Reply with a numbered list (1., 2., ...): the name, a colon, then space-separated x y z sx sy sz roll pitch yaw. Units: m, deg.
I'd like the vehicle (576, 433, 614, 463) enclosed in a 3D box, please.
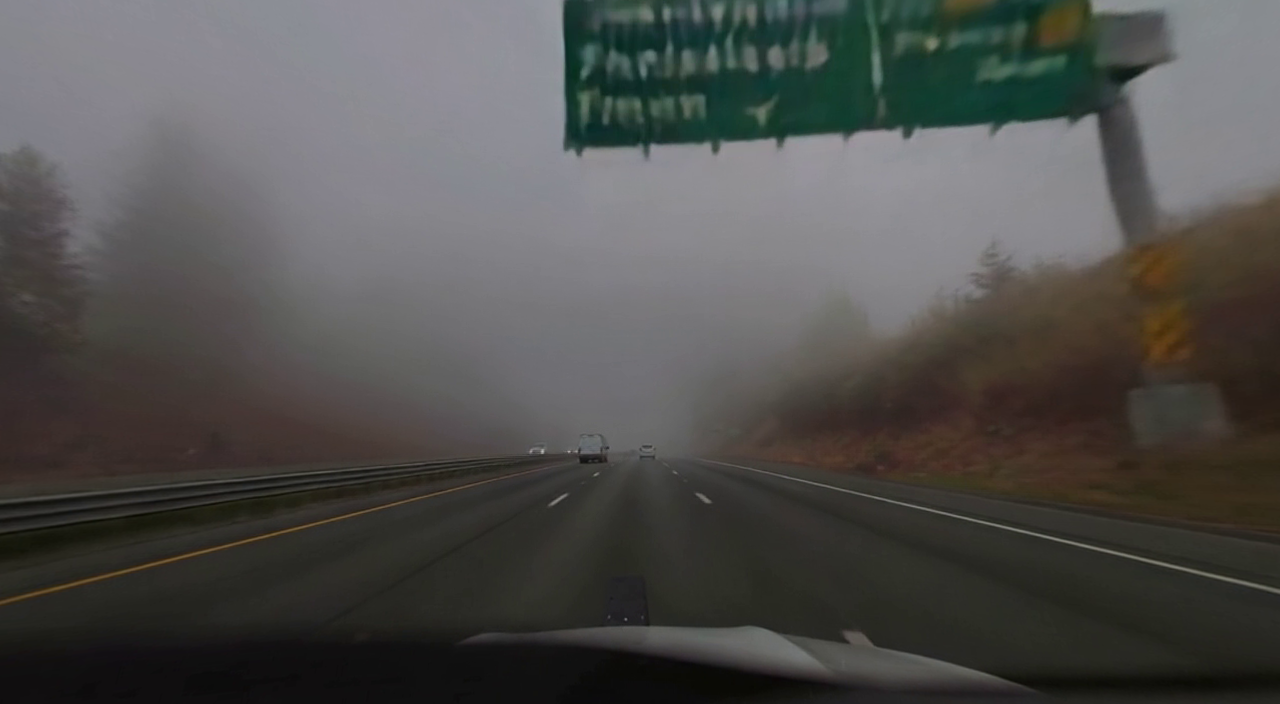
1. vehicle: -3.152 6.933 45.358 2.286 2.011 4.452 0 -8 2
